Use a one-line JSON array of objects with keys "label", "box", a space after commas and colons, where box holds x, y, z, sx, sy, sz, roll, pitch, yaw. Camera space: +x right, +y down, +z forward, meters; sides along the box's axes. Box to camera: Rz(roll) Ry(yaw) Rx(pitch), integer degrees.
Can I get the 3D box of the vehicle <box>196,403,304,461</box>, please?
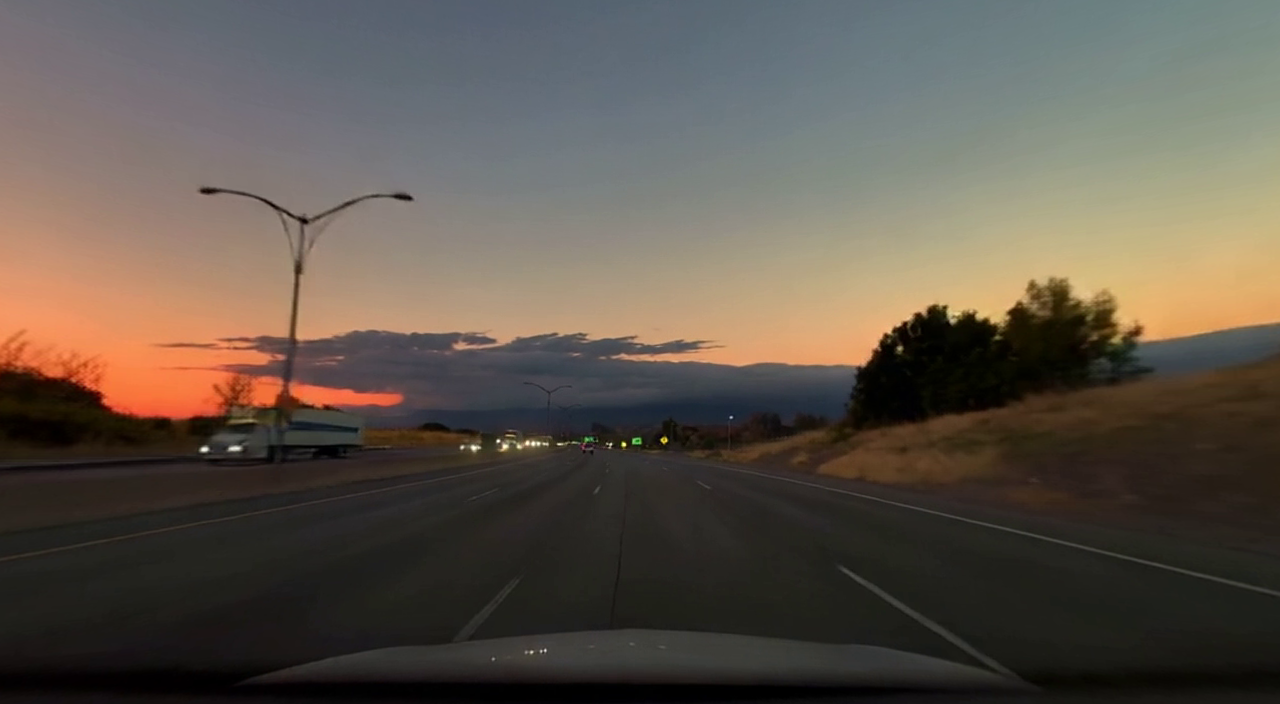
[{"label": "vehicle", "box": [-28.270, 5.967, 46.325, 3.025, 3.872, 8.107, 0, -8, -3]}]
